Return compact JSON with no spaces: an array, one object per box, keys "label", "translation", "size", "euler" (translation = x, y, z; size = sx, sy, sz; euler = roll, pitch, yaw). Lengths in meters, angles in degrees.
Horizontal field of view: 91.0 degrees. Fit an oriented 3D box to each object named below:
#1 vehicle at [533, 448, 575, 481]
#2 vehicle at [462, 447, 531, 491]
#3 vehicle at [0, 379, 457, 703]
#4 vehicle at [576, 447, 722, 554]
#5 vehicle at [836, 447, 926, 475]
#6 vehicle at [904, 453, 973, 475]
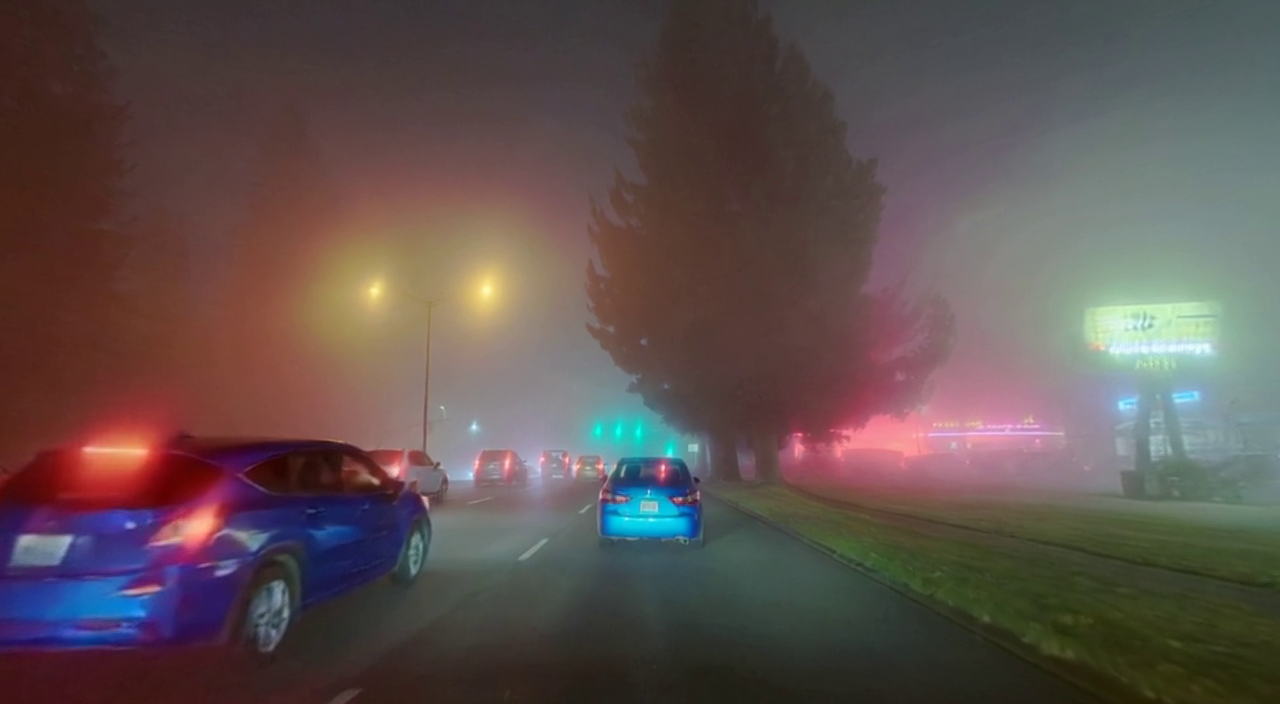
[{"label":"vehicle","translation":[-6.324,8.364,47.096],"size":[2.348,2.250,5.004],"euler":[0,-9,1]},{"label":"vehicle","translation":[-6.697,5.470,29.959],"size":[2.130,1.900,4.470],"euler":[0,-9,1]},{"label":"vehicle","translation":[-3.483,1.359,5.784],"size":[2.055,1.725,4.732],"euler":[0,-9,1]},{"label":"vehicle","translation":[0.170,2.434,11.069],"size":[2.091,1.494,3.962],"euler":[0,-9,1]},{"label":"vehicle","translation":[18.349,8.286,48.145],"size":[5.852,1.962,2.323],"euler":[-8,-12,42]},{"label":"vehicle","translation":[22.580,8.465,47.647],"size":[4.220,1.550,1.935],"euler":[-10,-13,43]}]
